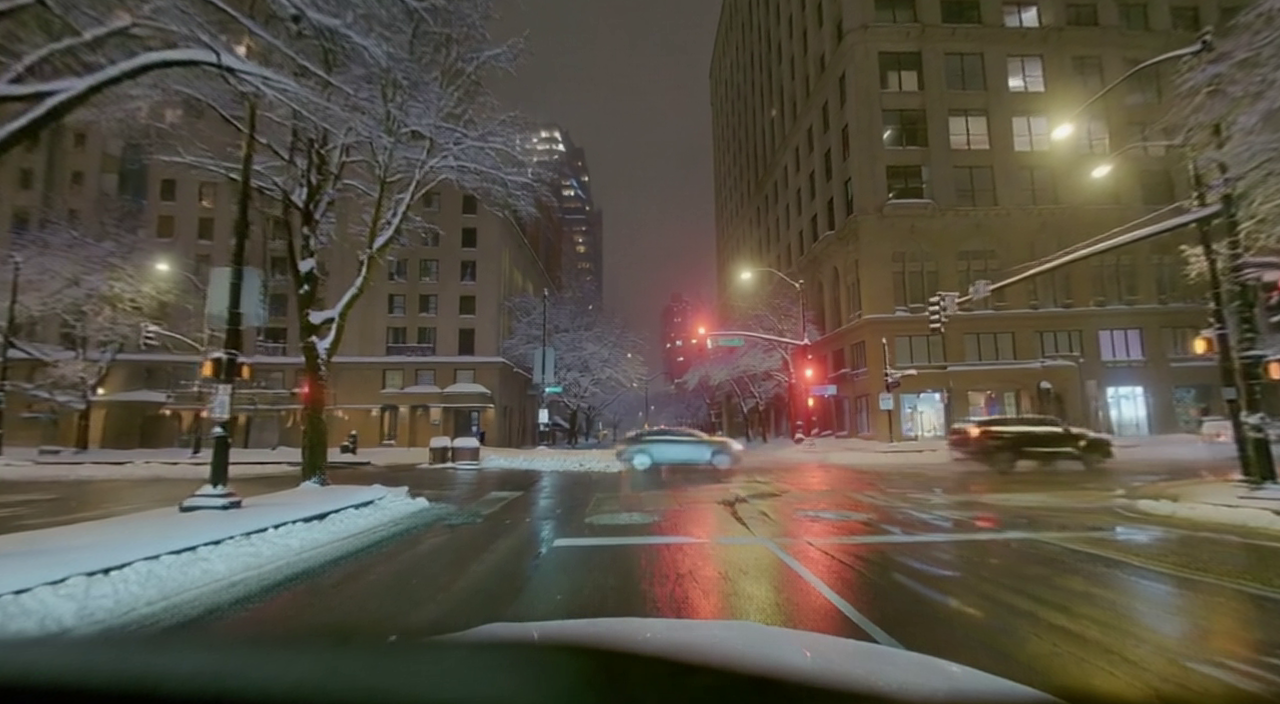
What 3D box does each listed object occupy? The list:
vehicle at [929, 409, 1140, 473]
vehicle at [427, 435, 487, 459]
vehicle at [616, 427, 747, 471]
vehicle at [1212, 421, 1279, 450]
[{"bbox_3d":[12.936,2.932,20.971,5.659,1.967,2.149,1,-8,-6],"label":"vehicle"},{"bbox_3d":[-11.863,6.205,41.216,1.964,1.476,4.593,-2,-9,9],"label":"vehicle"},{"bbox_3d":[1.440,3.496,22.946,4.482,1.492,1.805,0,-9,-6],"label":"vehicle"},{"bbox_3d":[32.386,4.317,32.444,4.253,1.429,1.807,0,-8,-3],"label":"vehicle"}]
